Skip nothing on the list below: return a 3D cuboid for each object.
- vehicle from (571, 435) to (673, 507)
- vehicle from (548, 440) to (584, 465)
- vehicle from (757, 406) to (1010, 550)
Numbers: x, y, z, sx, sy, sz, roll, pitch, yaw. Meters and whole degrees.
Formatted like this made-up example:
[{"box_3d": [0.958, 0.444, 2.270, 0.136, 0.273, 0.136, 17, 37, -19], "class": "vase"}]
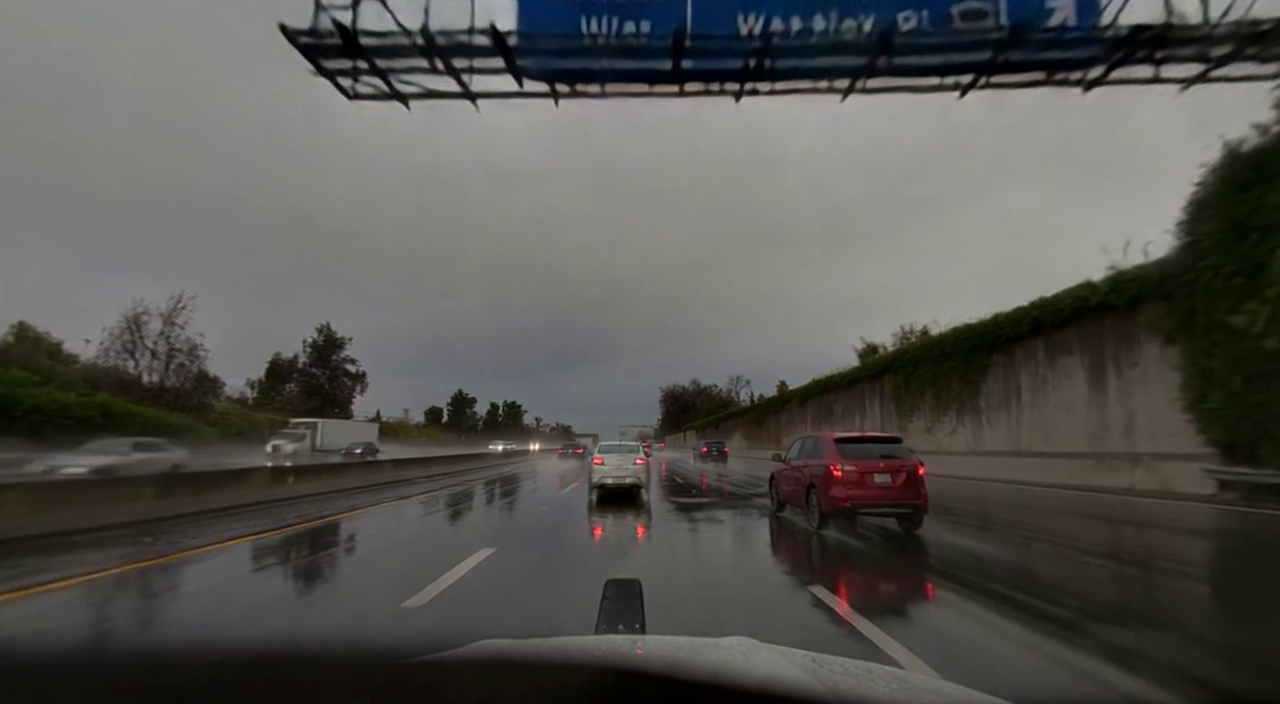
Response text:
[{"box_3d": [-0.421, 2.750, 15.062, 2.098, 1.475, 3.997, 0, -8, -2], "class": "vehicle"}, {"box_3d": [-5.405, 7.455, 46.966, 2.218, 1.776, 5.031, 0, -8, -2], "class": "vehicle"}, {"box_3d": [3.540, 1.948, 10.436, 2.162, 1.800, 4.693, 0, -8, -2], "class": "vehicle"}]
